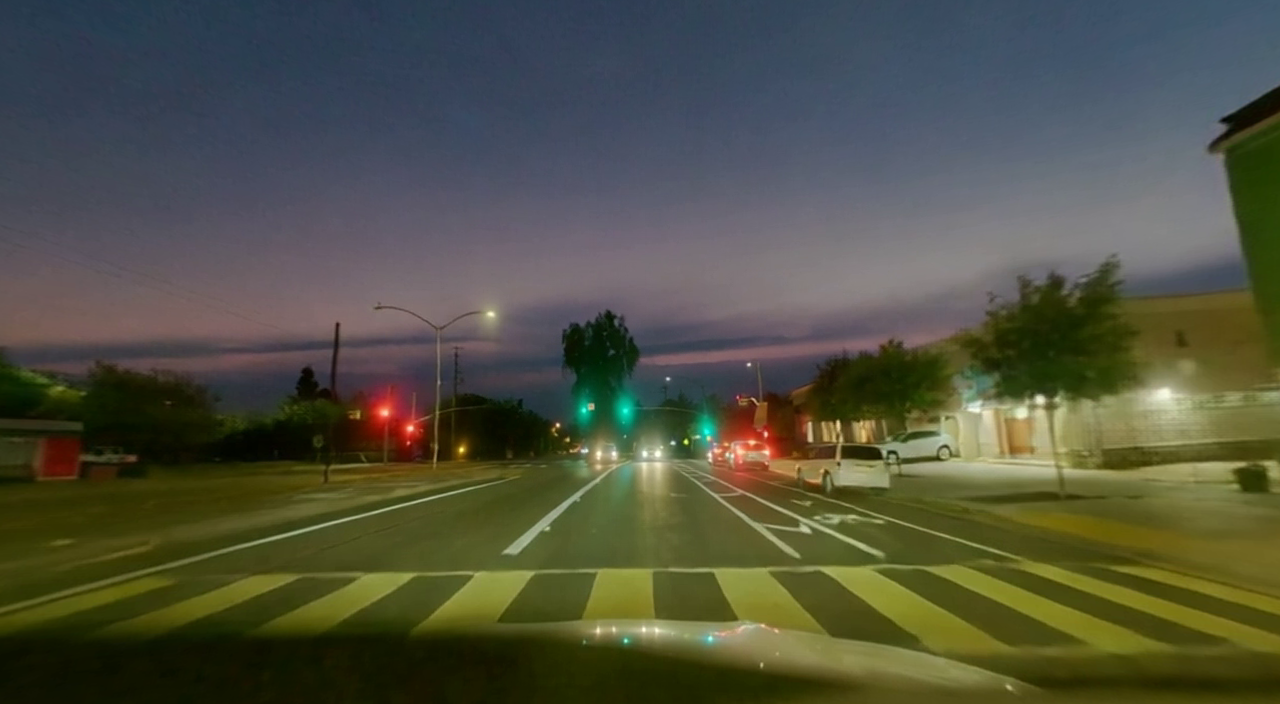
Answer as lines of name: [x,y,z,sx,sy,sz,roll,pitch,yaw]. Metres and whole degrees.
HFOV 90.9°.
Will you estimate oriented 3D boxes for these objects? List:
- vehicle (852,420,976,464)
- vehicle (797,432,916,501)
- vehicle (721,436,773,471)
vehicle: [12.326,4.092,28.628,4.571,1.827,2.260,1,-8,-1]
vehicle: [5.903,3.122,17.726,1.955,1.679,3.890,0,-8,0]
vehicle: [5.885,5.613,35.267,2.069,1.776,4.797,0,-8,0]
